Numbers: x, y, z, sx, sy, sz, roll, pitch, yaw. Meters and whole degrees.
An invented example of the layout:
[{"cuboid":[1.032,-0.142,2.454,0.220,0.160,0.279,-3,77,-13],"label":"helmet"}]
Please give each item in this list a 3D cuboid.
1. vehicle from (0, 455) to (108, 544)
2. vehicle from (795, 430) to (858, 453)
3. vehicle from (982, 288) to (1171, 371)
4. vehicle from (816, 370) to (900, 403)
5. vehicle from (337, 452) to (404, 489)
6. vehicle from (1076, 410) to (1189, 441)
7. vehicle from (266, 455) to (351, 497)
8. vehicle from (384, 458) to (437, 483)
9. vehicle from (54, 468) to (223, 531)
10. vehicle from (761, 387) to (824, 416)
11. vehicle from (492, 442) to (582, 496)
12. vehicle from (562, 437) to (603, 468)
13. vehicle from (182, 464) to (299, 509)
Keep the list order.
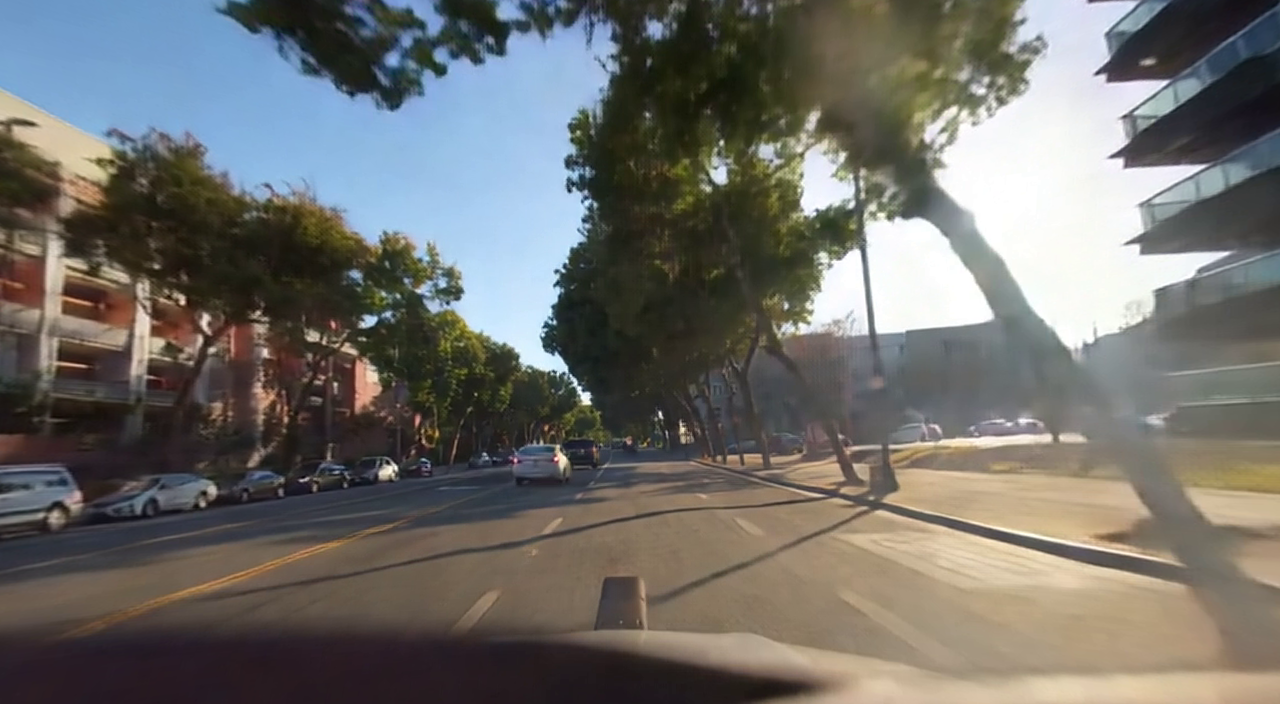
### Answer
[{"cuboid":[-15.654,3.541,14.913,2.129,1.967,4.907,-4,-9,-4],"label":"vehicle"},{"cuboid":[12.343,5.939,41.978,3.527,1.496,1.836,0,-7,-4],"label":"vehicle"},{"cuboid":[12.328,-0.592,18.080,3.932,1.743,1.695,-5,-8,3],"label":"vehicle"},{"cuboid":[11.595,1.872,33.795,3.827,1.556,1.730,-1,-9,-1],"label":"vehicle"},{"cuboid":[-16.364,7.175,38.583,2.079,1.847,4.592,-5,-8,-1],"label":"vehicle"},{"cuboid":[25.308,3.822,32.561,4.215,1.545,1.897,0,-8,0],"label":"vehicle"},{"cuboid":[-16.275,6.061,31.330,1.897,1.805,4.538,0,-8,-3],"label":"vehicle"},{"cuboid":[-16.084,8.311,44.563,2.021,1.438,4.616,-3,-8,0],"label":"vehicle"},{"cuboid":[-15.789,4.615,20.287,1.942,1.431,4.553,-5,-8,-4],"label":"vehicle"},{"cuboid":[10.839,3.571,45.101,3.826,1.601,1.807,-5,-8,-6],"label":"vehicle"},{"cuboid":[-3.030,3.527,19.549,2.051,1.454,4.132,0,-8,0],"label":"vehicle"},{"cuboid":[-3.623,6.440,40.746,2.190,1.840,4.720,0,-8,0],"label":"vehicle"},{"cuboid":[-15.989,5.373,25.653,1.871,1.485,4.573,0,-8,-2],"label":"vehicle"}]
